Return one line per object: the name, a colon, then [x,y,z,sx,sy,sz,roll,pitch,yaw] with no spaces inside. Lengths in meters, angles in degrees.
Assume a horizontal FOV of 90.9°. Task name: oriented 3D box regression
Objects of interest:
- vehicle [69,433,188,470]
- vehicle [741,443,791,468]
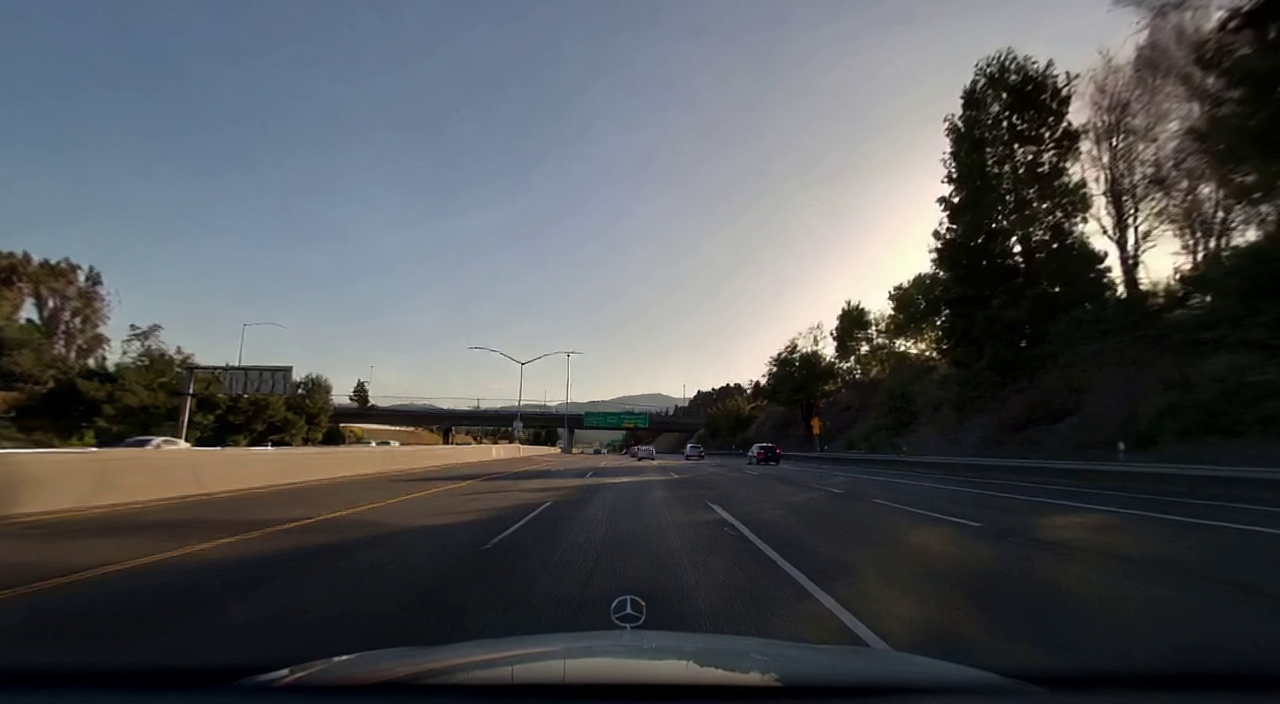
vehicle: [-25.509,4.996,31.704,2.145,1.695,4.572,0,-8,-1]
vehicle: [7.971,6.590,40.335,2.031,1.524,4.657,0,-8,-3]
